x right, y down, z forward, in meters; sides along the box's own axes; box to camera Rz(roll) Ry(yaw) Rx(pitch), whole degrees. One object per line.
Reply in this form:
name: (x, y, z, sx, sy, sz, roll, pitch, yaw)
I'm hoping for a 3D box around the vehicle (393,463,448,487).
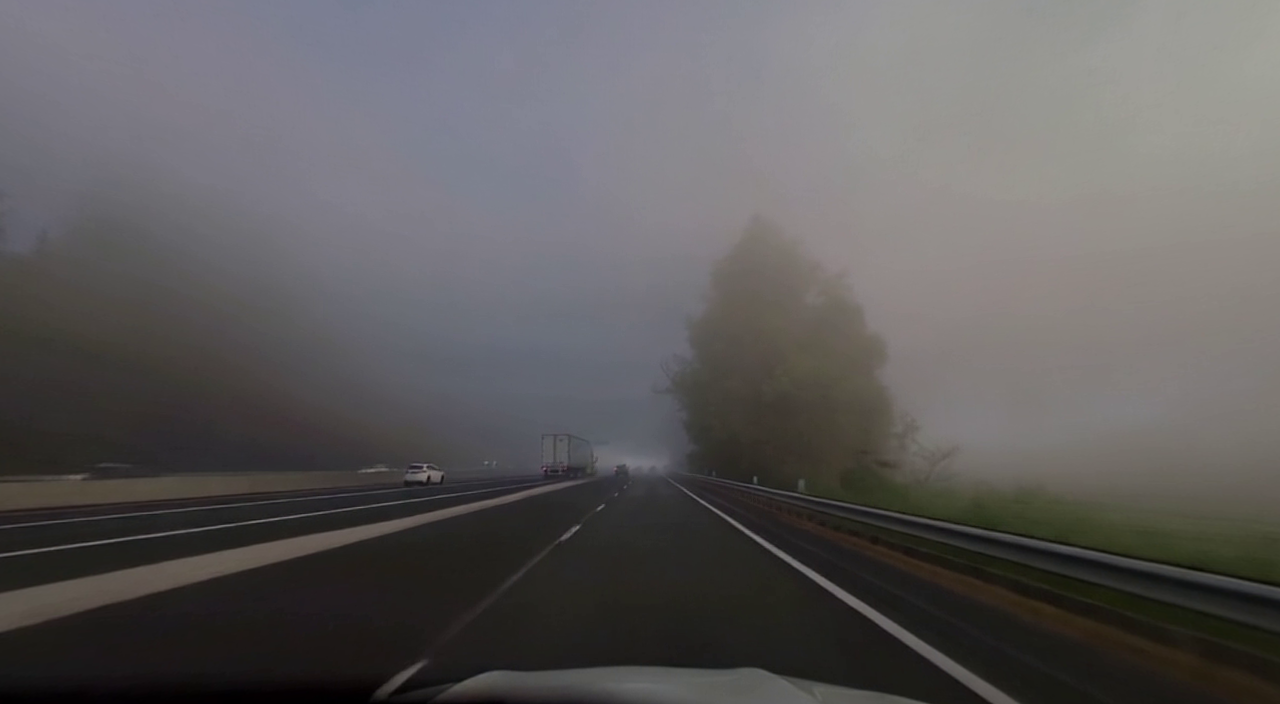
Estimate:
vehicle: (-13.952, 7.856, 40.317, 1.745, 1.430, 4.252, 0, -10, 4)
